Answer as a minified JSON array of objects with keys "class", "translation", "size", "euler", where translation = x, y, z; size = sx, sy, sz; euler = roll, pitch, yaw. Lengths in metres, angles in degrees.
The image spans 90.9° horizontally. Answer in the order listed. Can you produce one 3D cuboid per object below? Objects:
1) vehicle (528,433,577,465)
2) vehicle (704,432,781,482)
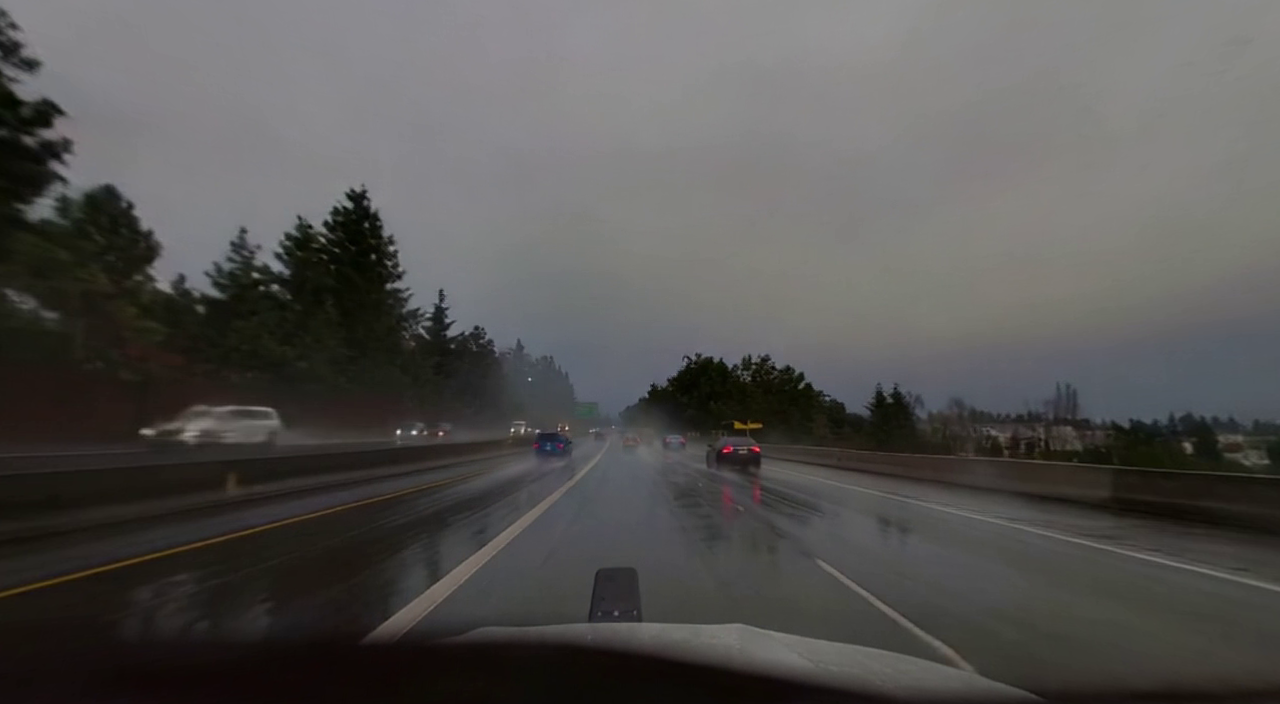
[{"class":"vehicle","translation":[-4.369,4.876,31.942],"size":[1.941,1.529,4.111],"euler":[0,-8,-1]},{"class":"vehicle","translation":[3.430,3.562,21.756],"size":[1.883,1.536,3.792],"euler":[0,-8,-2]}]
